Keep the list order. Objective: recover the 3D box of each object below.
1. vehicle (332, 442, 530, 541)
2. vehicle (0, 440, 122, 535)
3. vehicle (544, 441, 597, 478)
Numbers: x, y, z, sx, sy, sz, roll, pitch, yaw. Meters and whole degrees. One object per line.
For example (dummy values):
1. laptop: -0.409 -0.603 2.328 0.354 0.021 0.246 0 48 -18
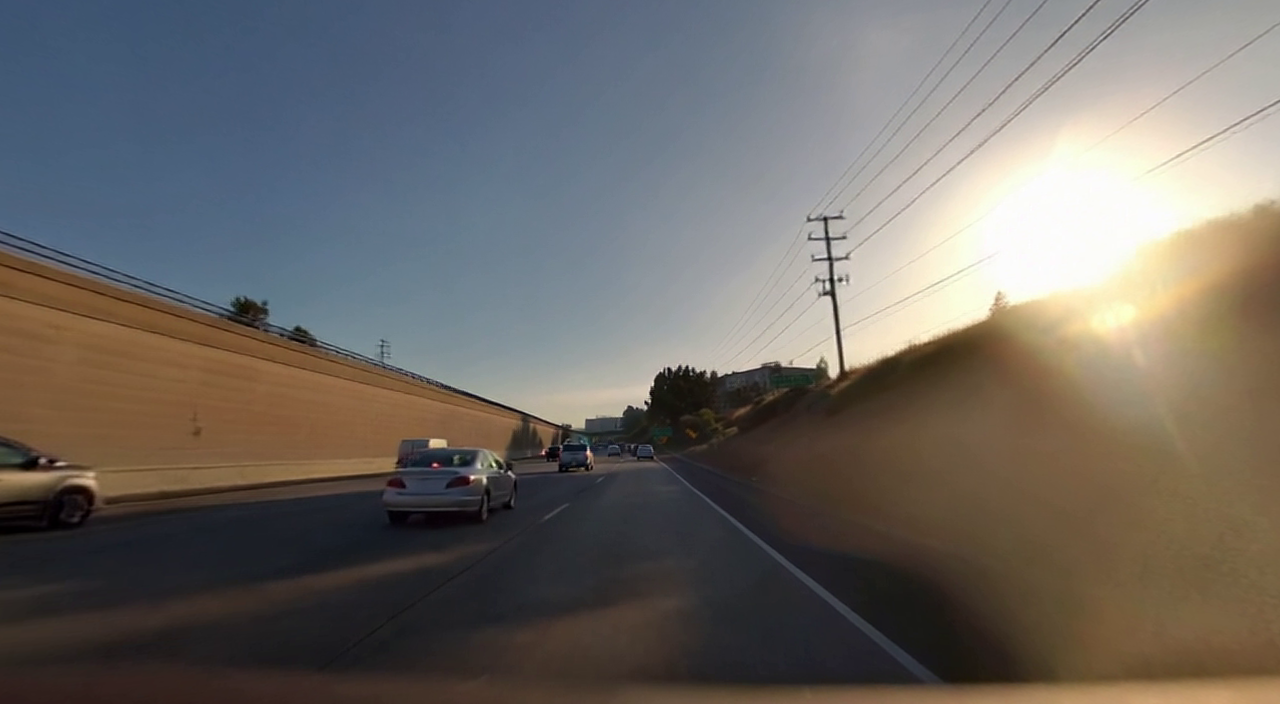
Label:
1. vehicle: -3.477 2.378 11.518 2.056 1.449 4.330 0 -8 1
2. vehicle: -11.188 2.132 9.833 1.978 1.498 4.940 0 -8 1
3. vehicle: -3.438 5.384 31.958 2.052 1.731 4.372 0 -8 2
